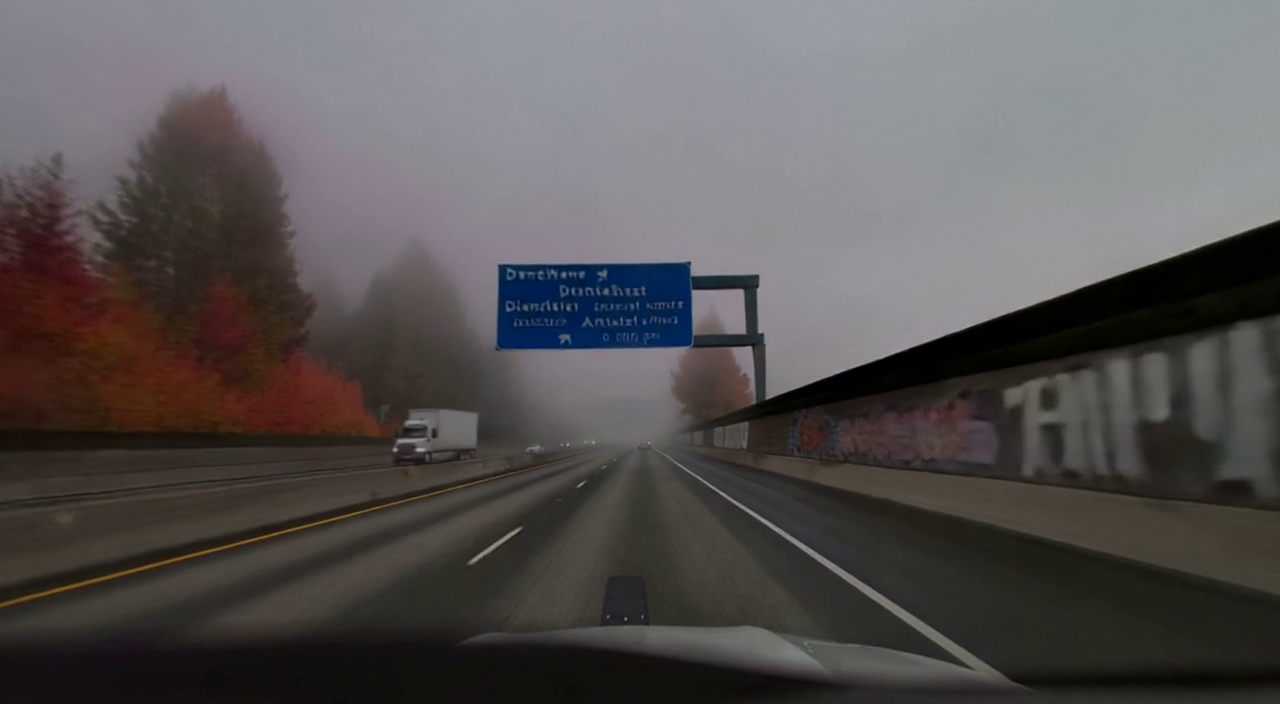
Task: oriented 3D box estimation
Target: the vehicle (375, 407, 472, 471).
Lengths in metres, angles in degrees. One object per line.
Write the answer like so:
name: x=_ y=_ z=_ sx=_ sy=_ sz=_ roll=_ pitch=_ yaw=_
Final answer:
vehicle: x=-14.480 y=5.997 z=43.215 sx=2.975 sy=3.820 sz=9.856 roll=0 pitch=-8 yaw=1
